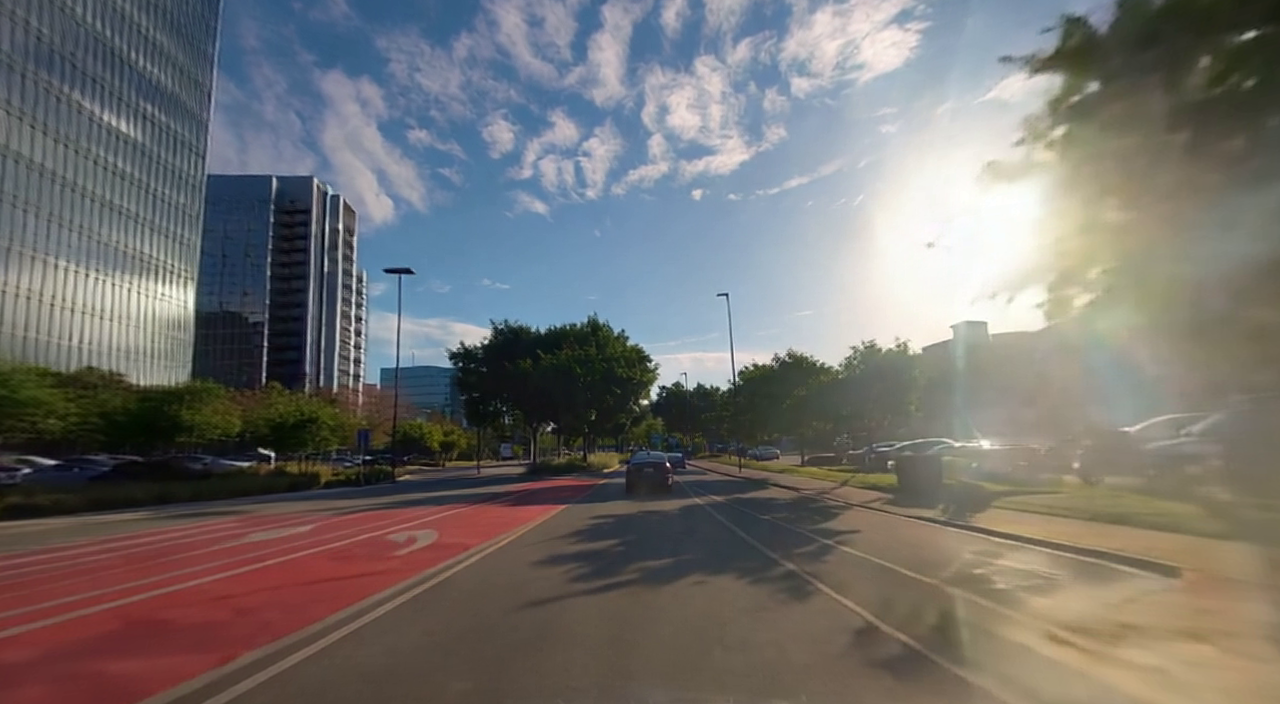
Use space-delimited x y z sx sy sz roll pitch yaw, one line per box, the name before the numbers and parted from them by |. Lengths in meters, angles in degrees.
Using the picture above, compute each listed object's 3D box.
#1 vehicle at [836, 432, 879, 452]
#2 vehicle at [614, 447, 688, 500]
vehicle | 16.202 6.767 47.146 1.979 1.460 3.848 -1 -9 2
vehicle | 0.298 3.728 19.759 2.063 1.442 4.135 0 -9 0
